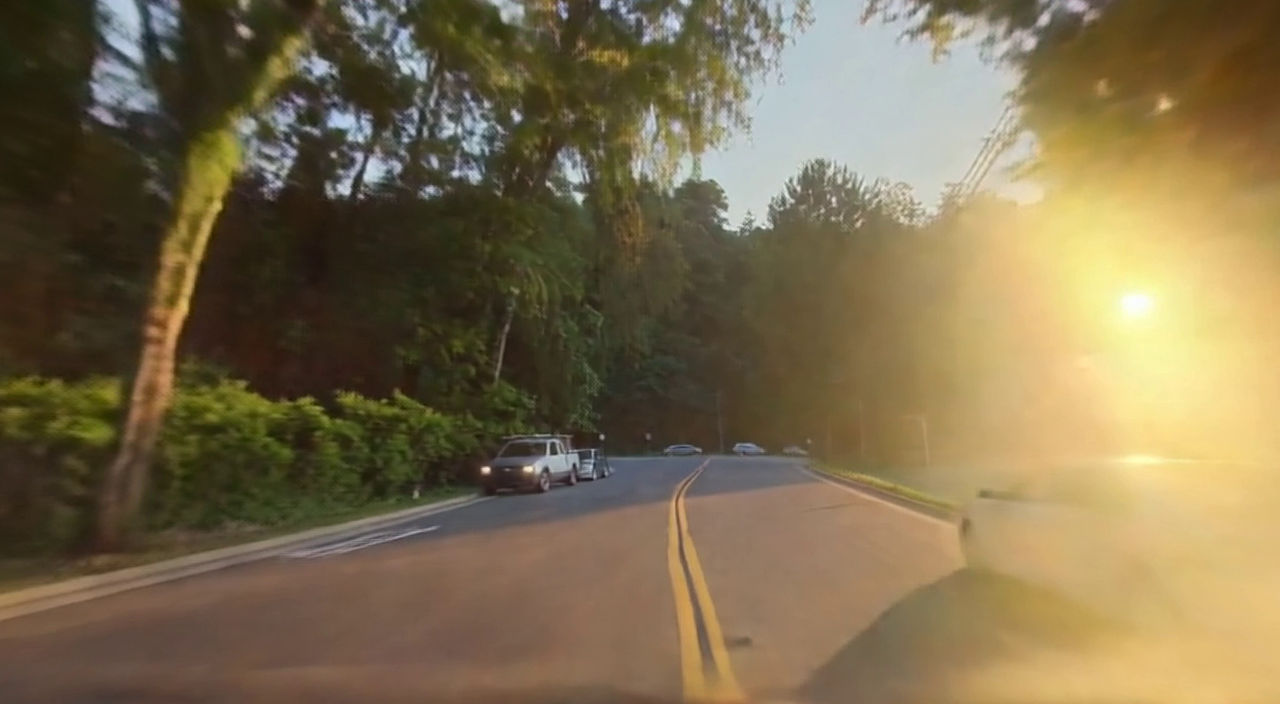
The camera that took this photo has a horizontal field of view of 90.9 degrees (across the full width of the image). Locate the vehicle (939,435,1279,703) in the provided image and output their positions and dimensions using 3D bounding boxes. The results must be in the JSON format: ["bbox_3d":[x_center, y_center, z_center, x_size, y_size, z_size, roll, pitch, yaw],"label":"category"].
[{"bbox_3d":[4.260,1.389,4.905,2.033,1.424,4.560,-1,-8,6],"label":"vehicle"}]

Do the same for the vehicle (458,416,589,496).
[{"bbox_3d":[-3.680,3.628,21.266,2.583,2.167,5.667,-5,-12,8],"label":"vehicle"}]
